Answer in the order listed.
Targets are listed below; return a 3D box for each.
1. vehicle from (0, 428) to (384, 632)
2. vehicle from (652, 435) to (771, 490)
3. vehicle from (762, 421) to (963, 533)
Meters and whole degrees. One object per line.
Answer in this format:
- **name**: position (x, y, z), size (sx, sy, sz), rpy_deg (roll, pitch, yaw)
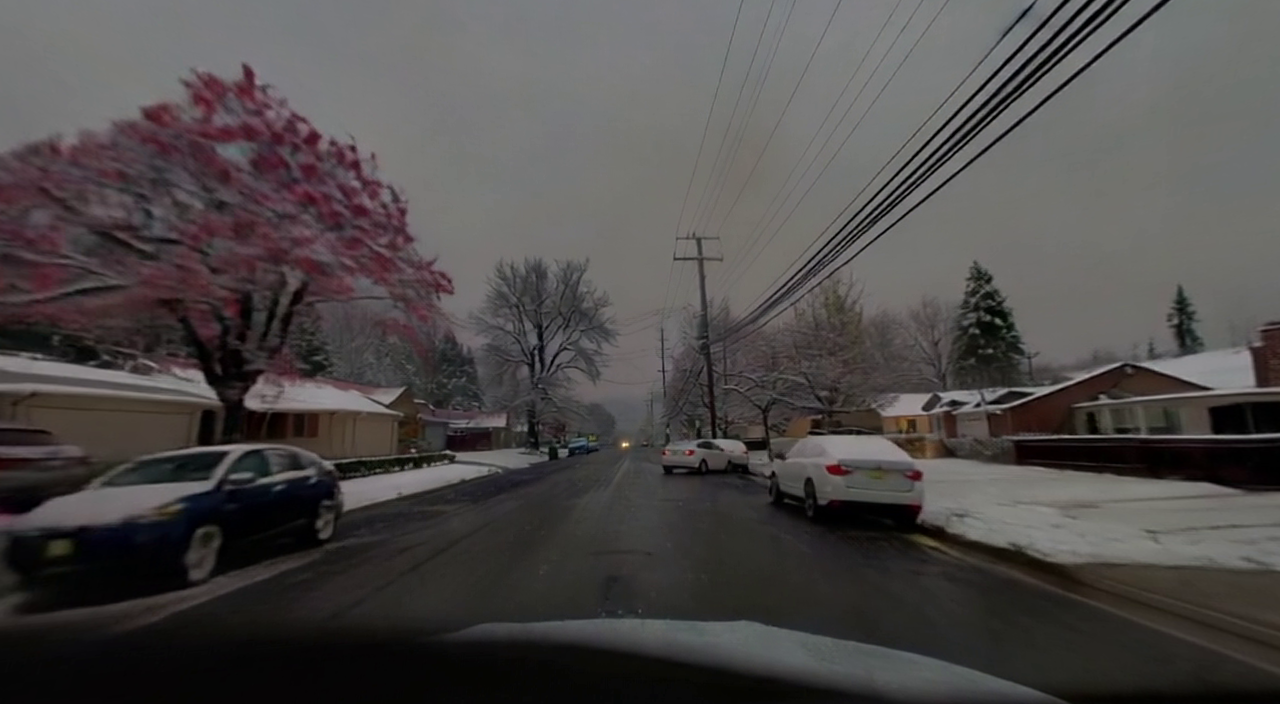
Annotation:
- **vehicle**: position (-4.765, 1.624, 6.932), size (1.810, 1.446, 4.668), rpy_deg (0, -8, 2)
- **vehicle**: position (2.312, 3.277, 19.122), size (2.075, 1.449, 4.526), rpy_deg (-4, -9, 27)
- **vehicle**: position (3.811, 2.224, 11.842), size (2.103, 1.679, 4.386), rpy_deg (0, -8, -1)
